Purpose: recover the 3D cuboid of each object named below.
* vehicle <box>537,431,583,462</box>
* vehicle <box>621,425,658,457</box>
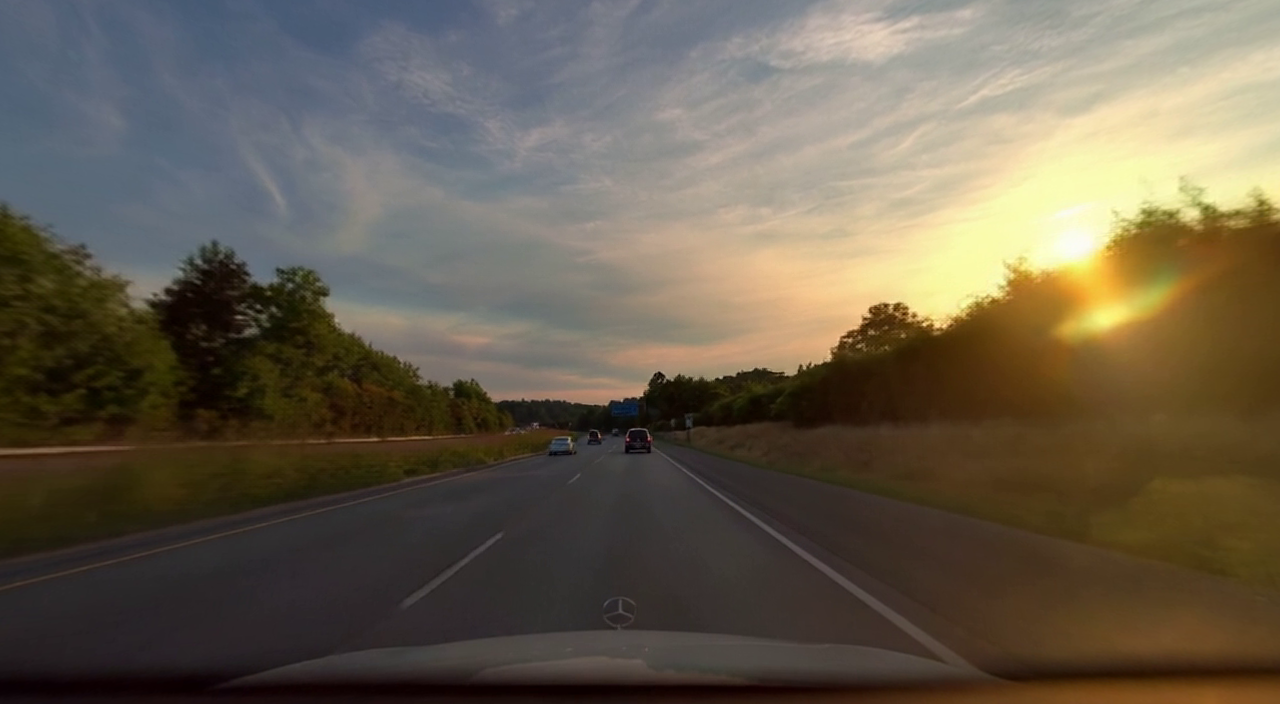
[{"bbox_3d":[-4.265,5.125,34.166,2.062,1.567,4.117,0,-8,-1],"label":"vehicle"},{"bbox_3d":[-0.072,5.726,40.577,2.223,1.957,4.416,0,-8,-2],"label":"vehicle"}]
